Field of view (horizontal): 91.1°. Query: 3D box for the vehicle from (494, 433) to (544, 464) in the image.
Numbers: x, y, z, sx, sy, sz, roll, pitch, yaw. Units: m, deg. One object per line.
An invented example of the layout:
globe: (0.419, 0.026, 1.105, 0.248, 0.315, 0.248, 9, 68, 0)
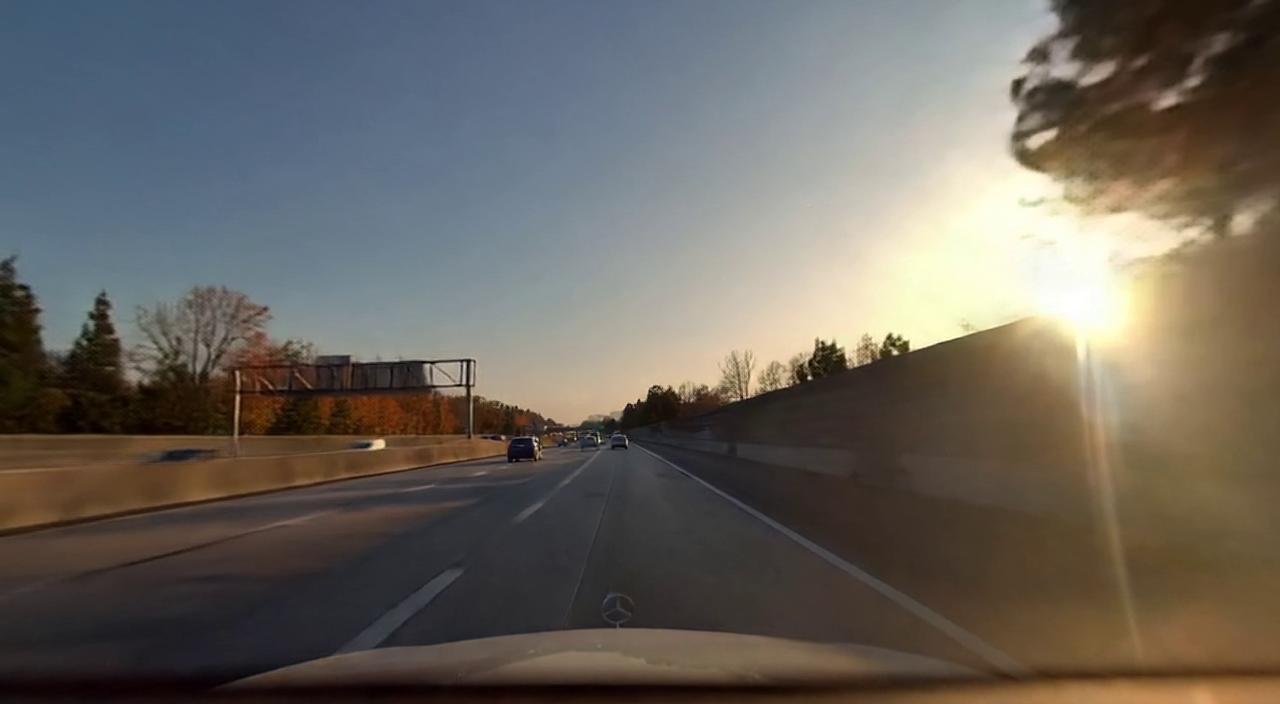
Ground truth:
vehicle: (-6.372, 5.114, 33.607, 1.988, 1.505, 4.044, 0, -8, -1)
